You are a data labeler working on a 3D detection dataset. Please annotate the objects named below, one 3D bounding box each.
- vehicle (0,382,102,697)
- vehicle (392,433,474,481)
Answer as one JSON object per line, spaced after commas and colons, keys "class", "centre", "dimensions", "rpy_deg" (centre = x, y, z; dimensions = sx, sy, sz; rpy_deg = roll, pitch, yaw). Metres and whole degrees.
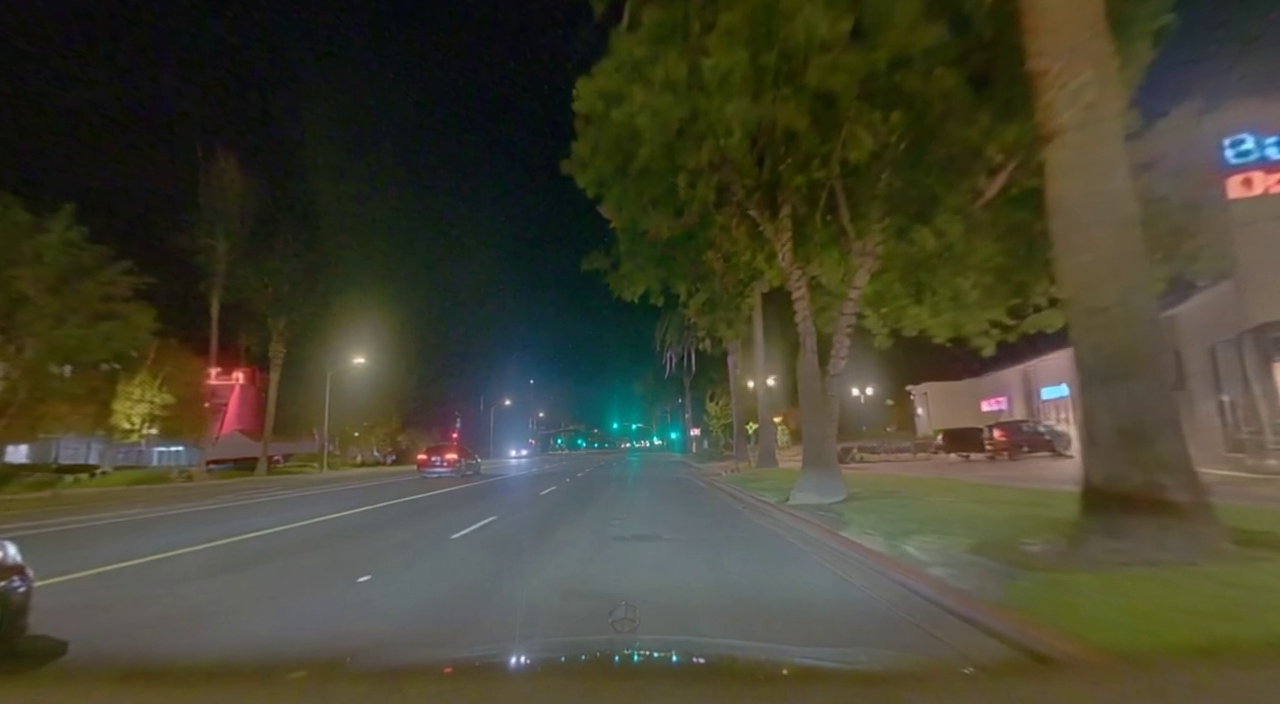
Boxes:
{"class": "vehicle", "centre": [-4.415, 0.767, 1.799], "dimensions": [2.041, 1.666, 4.182], "rpy_deg": [0, -8, -1]}
{"class": "vehicle", "centre": [-8.623, 4.399, 26.655], "dimensions": [2.136, 1.844, 4.363], "rpy_deg": [1, -8, -3]}
